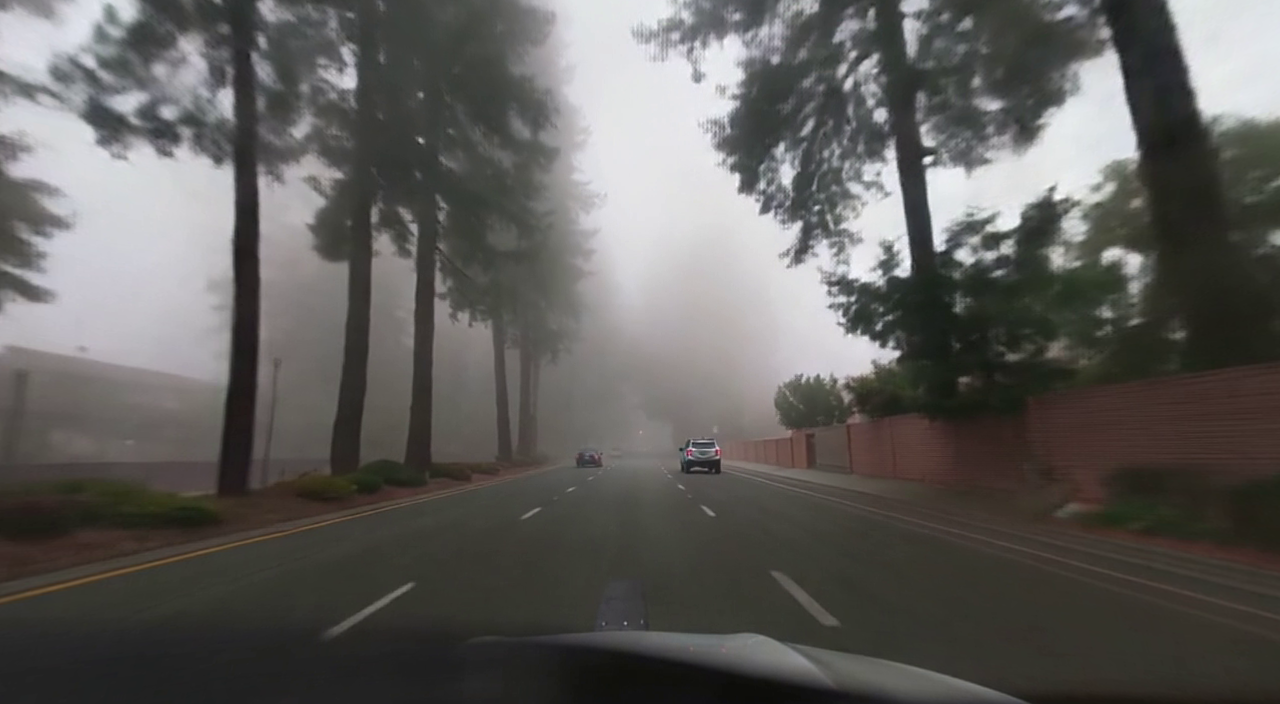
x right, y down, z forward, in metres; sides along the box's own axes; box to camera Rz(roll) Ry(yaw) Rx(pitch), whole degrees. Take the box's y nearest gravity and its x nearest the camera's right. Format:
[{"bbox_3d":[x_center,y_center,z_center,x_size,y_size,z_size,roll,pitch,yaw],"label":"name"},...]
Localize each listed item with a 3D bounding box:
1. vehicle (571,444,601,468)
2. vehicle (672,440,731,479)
[{"bbox_3d":[-4.224,8.132,49.655,2.002,1.747,4.728,0,-8,-1],"label":"vehicle"},{"bbox_3d":[2.884,5.165,30.604,2.321,1.695,5.037,0,-8,0],"label":"vehicle"}]
